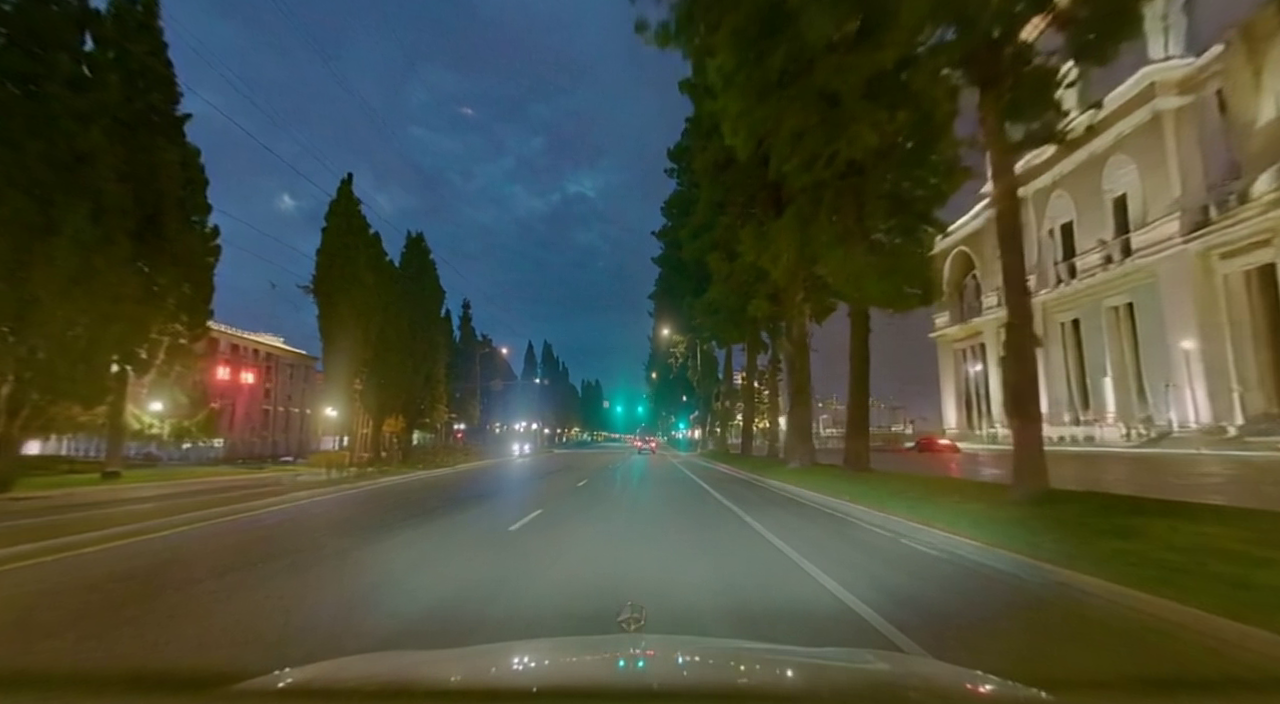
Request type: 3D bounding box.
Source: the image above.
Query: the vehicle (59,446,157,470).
[{"bbox_3d":[-32.525,6.482,38.620,4.397,1.454,1.803,0,-9,2],"label":"vehicle"}]
